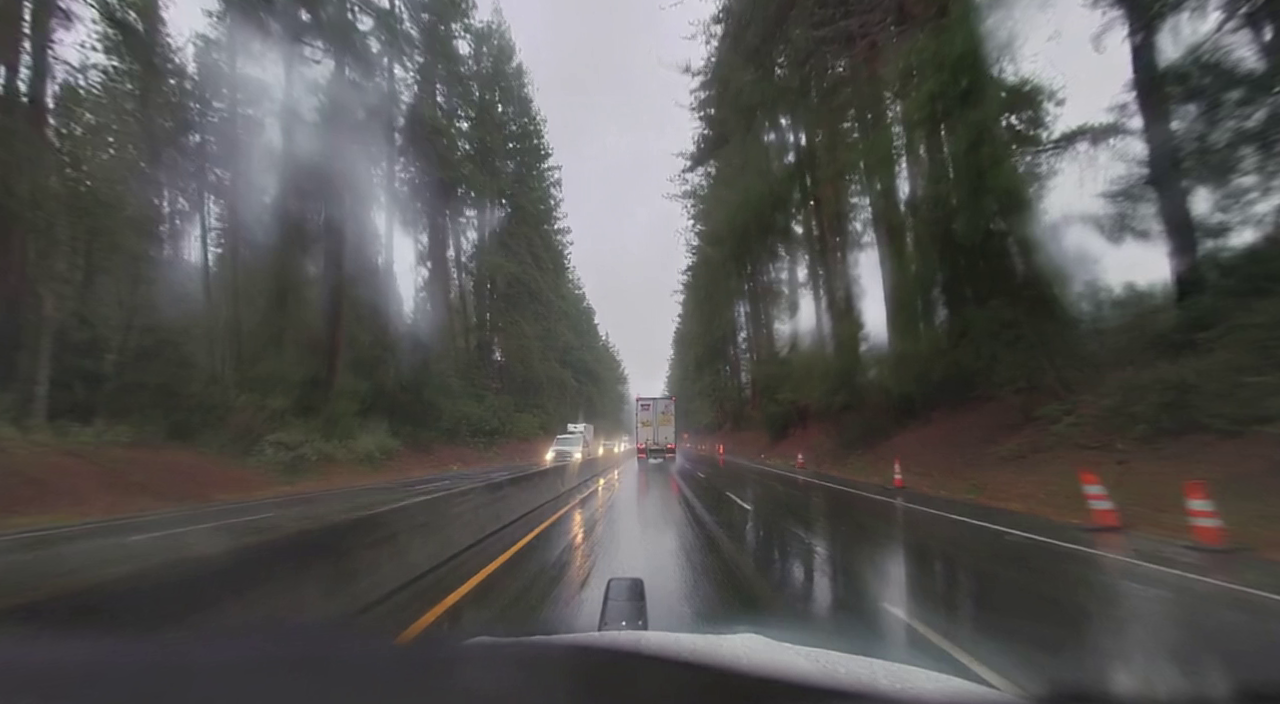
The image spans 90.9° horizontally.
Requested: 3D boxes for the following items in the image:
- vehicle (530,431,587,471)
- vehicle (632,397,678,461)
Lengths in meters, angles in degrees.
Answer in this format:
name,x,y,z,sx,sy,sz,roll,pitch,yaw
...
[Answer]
name,x,y,z,sx,sy,sz,roll,pitch,yaw
vehicle,-4.572,5.718,36.575,2.303,2.069,6.364,0,-8,2
vehicle,0.884,5.716,45.719,2.935,4.068,11.036,0,-8,-1
